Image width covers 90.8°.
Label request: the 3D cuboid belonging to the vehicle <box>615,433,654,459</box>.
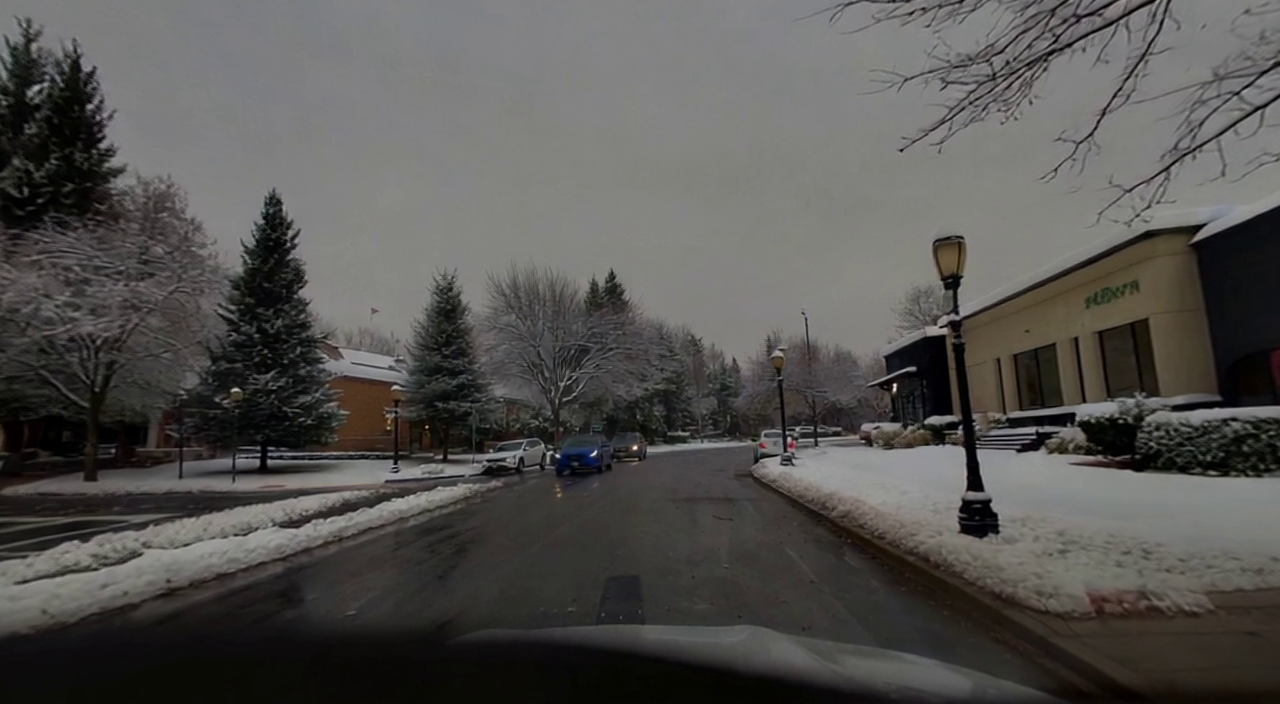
[{"bbox_3d":[-0.291,6.426,43.041,2.110,1.651,4.410,-1,-9,7],"label":"vehicle"}]

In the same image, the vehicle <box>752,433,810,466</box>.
[{"bbox_3d":[6.724,4.675,30.599,1.918,1.461,4.419,0,-8,1],"label":"vehicle"}]

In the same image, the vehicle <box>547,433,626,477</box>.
[{"bbox_3d":[-1.930,3.944,24.414,2.056,1.508,4.596,-1,-9,8],"label":"vehicle"}]

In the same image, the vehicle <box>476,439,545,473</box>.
[{"bbox_3d":[-6.038,4.924,30.002,1.968,1.443,4.358,-1,-9,6],"label":"vehicle"}]
